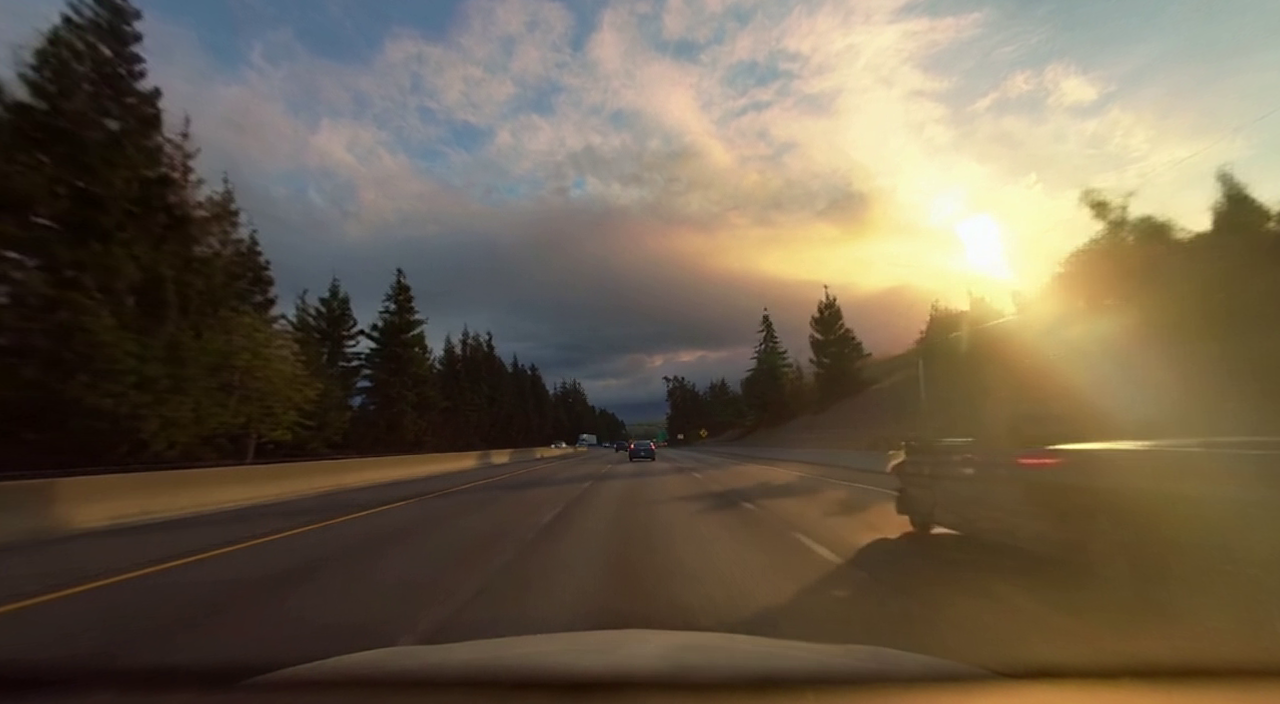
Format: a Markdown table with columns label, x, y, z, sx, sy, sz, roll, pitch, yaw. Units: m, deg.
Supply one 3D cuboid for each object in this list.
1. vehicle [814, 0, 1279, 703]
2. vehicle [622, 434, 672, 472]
| label | x | y | z | sx | sy | sz | roll | pitch | yaw |
| --- | --- | --- | --- | --- | --- | --- | --- | --- | --- |
| vehicle | 3.867 | 0.005 | 4.932 | 3.090 | 4.102 | 6.417 | 0 | -8 | 0 |
| vehicle | 0.320 | 4.648 | 29.134 | 2.139 | 1.607 | 4.034 | 0 | -8 | 1 |
